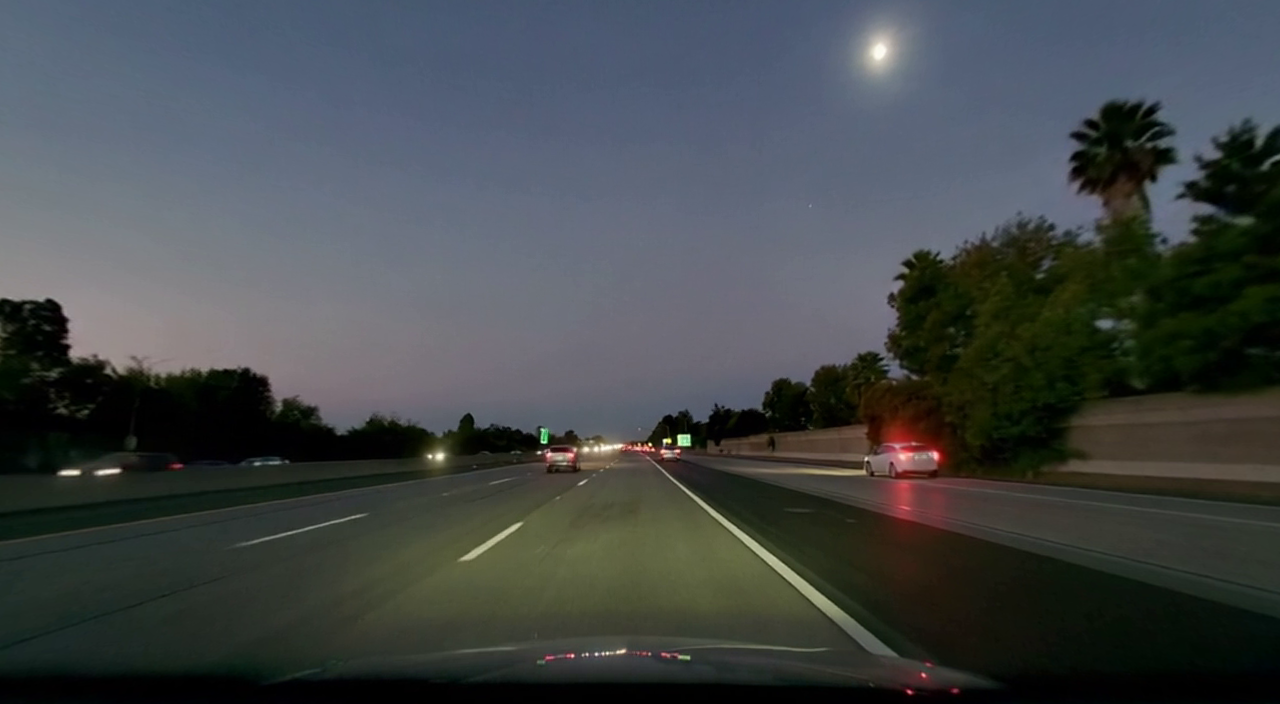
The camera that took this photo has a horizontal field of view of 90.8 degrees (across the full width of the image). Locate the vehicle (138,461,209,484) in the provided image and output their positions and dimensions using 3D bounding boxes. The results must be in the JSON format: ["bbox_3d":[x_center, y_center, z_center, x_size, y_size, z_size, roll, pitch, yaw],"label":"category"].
[{"bbox_3d":[-34.780,8.971,47.282,1.790,1.457,4.736,0,-9,-1],"label":"vehicle"}]

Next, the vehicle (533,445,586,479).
[{"bbox_3d":[-3.889,5.383,31.196,2.052,1.510,4.301,0,-9,0],"label":"vehicle"}]

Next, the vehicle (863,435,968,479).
[{"bbox_3d":[12.287,4.728,28.656,2.344,1.783,5.196,0,-9,-1],"label":"vehicle"}]

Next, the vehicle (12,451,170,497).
[{"bbox_3d":[-20.070,4.441,23.414,1.833,1.519,4.471,0,-9,0],"label":"vehicle"}]
